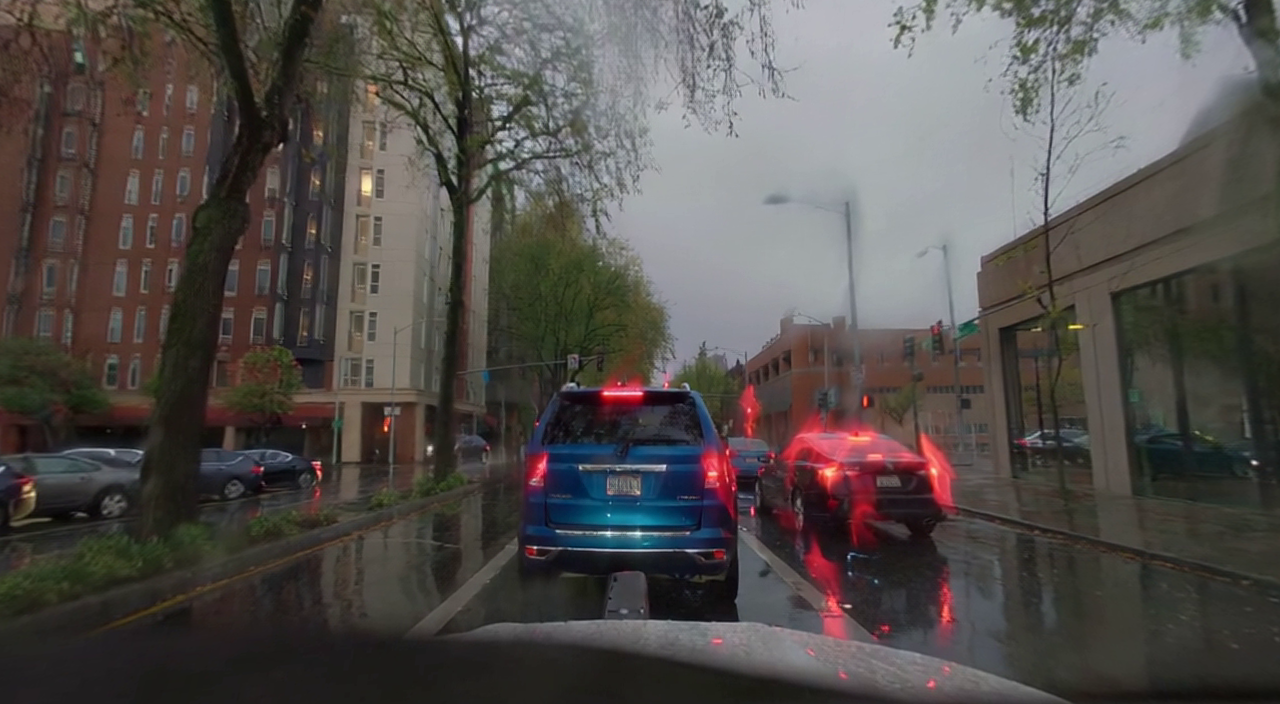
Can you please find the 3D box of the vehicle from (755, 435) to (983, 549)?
[{"bbox_3d":[3.289,2.085,10.075,2.056,1.422,4.130,0,-8,-1],"label":"vehicle"}]

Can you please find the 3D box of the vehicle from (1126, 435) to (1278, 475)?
[{"bbox_3d":[22.154,4.053,24.973,4.055,1.469,1.848,-4,-9,25],"label":"vehicle"}]

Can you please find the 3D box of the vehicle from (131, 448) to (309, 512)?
[{"bbox_3d":[-12.463,3.782,19.130,2.207,1.648,4.675,0,-8,-1],"label":"vehicle"}]

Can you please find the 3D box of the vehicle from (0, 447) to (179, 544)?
[{"bbox_3d":[-12.542,2.918,13.452,1.891,1.723,4.360,0,-8,1],"label":"vehicle"}]

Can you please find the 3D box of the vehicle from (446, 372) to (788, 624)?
[{"bbox_3d":[-0.159,1.362,6.755,2.453,1.816,4.300,0,-8,0],"label":"vehicle"}]
